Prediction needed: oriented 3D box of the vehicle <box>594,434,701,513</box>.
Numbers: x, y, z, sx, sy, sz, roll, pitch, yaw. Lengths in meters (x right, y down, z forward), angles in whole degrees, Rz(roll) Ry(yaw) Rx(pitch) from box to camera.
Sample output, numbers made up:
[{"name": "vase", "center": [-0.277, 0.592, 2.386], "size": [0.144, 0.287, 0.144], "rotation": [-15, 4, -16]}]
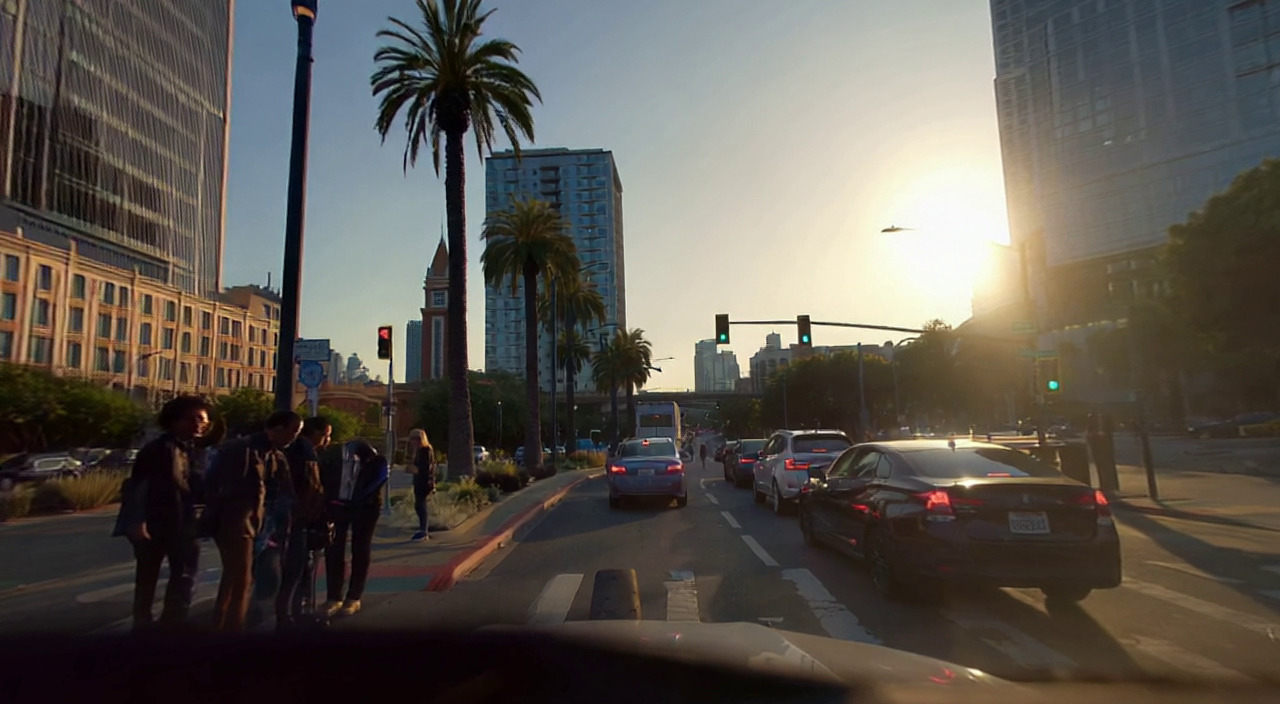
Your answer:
[{"name": "vehicle", "center": [0.177, 2.612, 13.994], "size": [2.048, 1.503, 3.681], "rotation": [0, -9, 1]}]

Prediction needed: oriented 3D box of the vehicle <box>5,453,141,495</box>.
[{"name": "vehicle", "center": [-26.698, 5.719, 29.931], "size": [2.105, 1.793, 4.812], "rotation": [0, -9, -4]}]

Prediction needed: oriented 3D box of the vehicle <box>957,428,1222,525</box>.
[{"name": "vehicle", "center": [8.177, 2.283, 12.089], "size": [1.859, 1.508, 4.259], "rotation": [0, -9, -1]}]

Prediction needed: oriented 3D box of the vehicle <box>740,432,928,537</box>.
[{"name": "vehicle", "center": [3.113, 2.222, 11.194], "size": [1.913, 1.469, 4.425], "rotation": [0, -9, 0]}]

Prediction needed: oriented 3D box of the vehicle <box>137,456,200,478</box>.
[{"name": "vehicle", "center": [-36.768, 8.978, 49.222], "size": [1.700, 1.527, 4.445], "rotation": [1, -9, -4]}]
